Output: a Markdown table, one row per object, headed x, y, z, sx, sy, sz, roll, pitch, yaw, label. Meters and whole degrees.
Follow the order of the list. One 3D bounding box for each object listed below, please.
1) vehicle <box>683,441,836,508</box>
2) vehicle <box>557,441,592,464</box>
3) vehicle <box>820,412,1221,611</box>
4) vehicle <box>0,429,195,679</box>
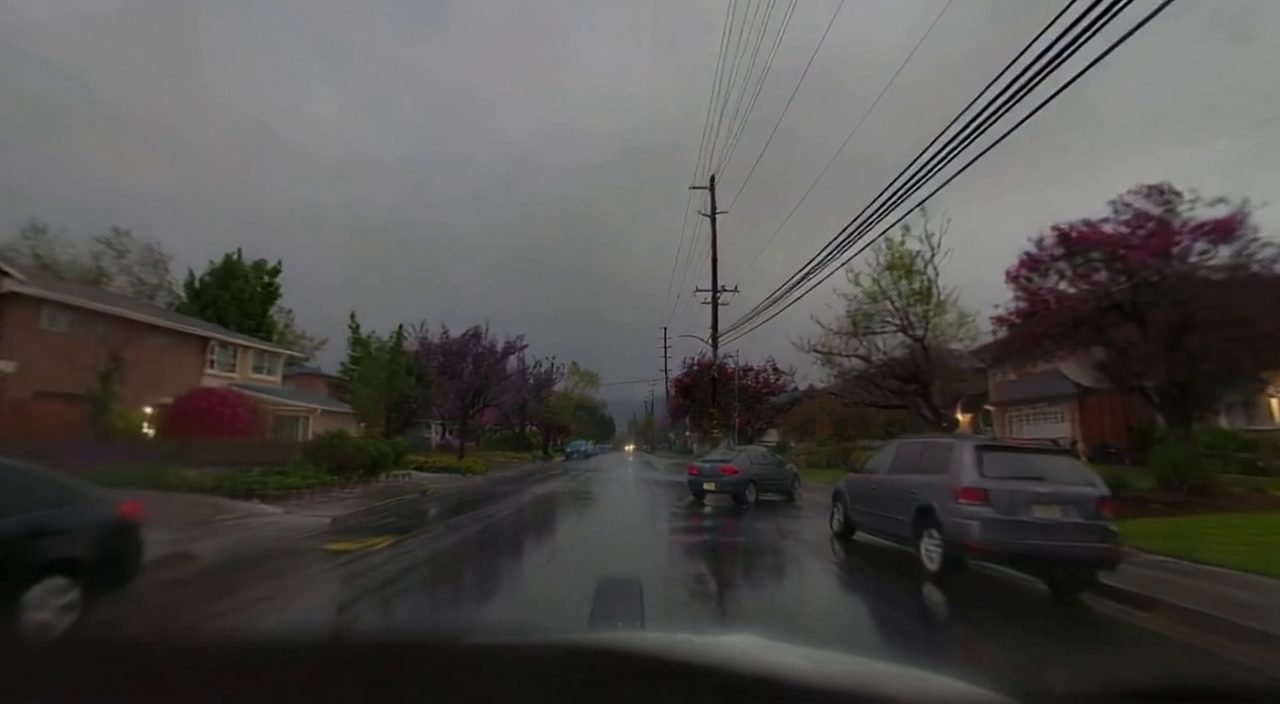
| x | y | z | sx | sy | sz | roll | pitch | yaw | label |
| --- | --- | --- | --- | --- | --- | --- | --- | --- | --- |
| 3.204 | 3.024 | 16.187 | 2.075 | 1.449 | 4.526 | -6 | -10 | 35 | vehicle |
| -4.741 | 7.336 | 46.398 | 1.938 | 1.508 | 4.481 | 0 | -7 | 1 | vehicle |
| 3.880 | 1.688 | 7.649 | 2.103 | 1.679 | 4.386 | 0 | -8 | 0 | vehicle |
| -4.693 | 1.054 | 2.850 | 1.810 | 1.446 | 4.668 | -1 | -9 | 3 | vehicle |
